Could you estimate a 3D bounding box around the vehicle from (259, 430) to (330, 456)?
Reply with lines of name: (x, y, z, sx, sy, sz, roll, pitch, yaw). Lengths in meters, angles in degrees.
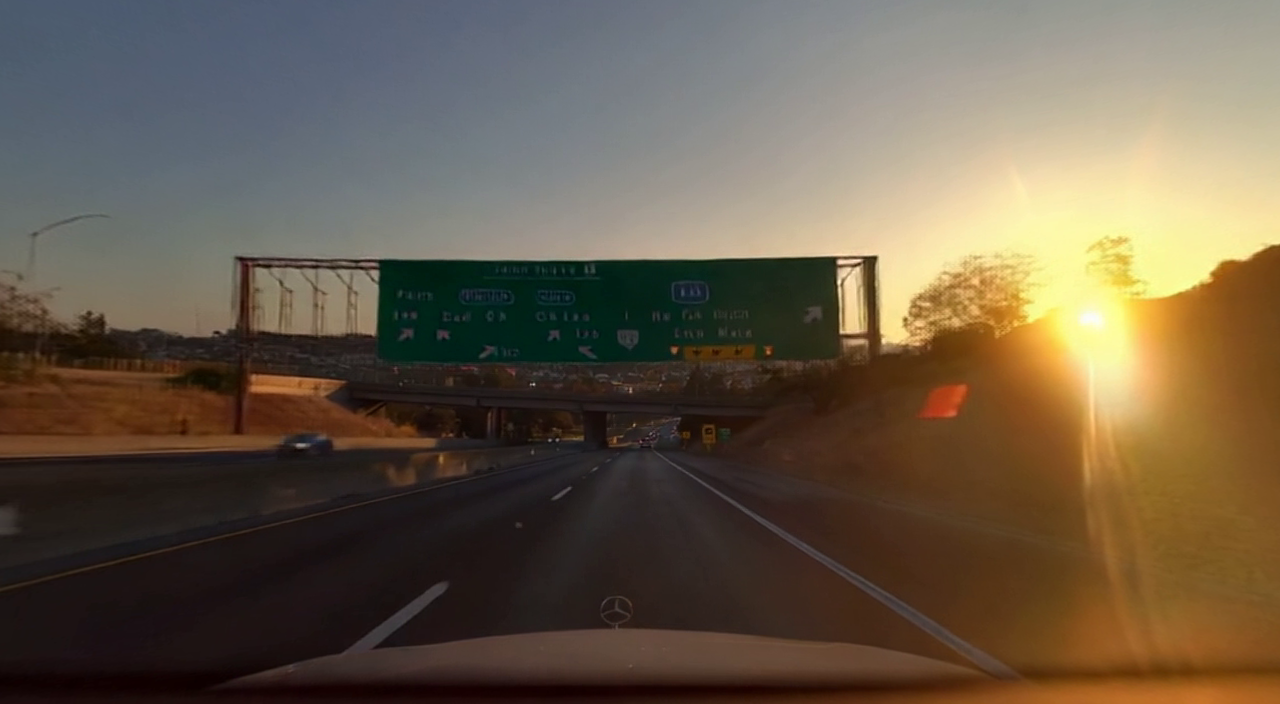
vehicle: (-20.798, 5.512, 38.114, 1.800, 1.449, 4.373, 0, -8, 0)
